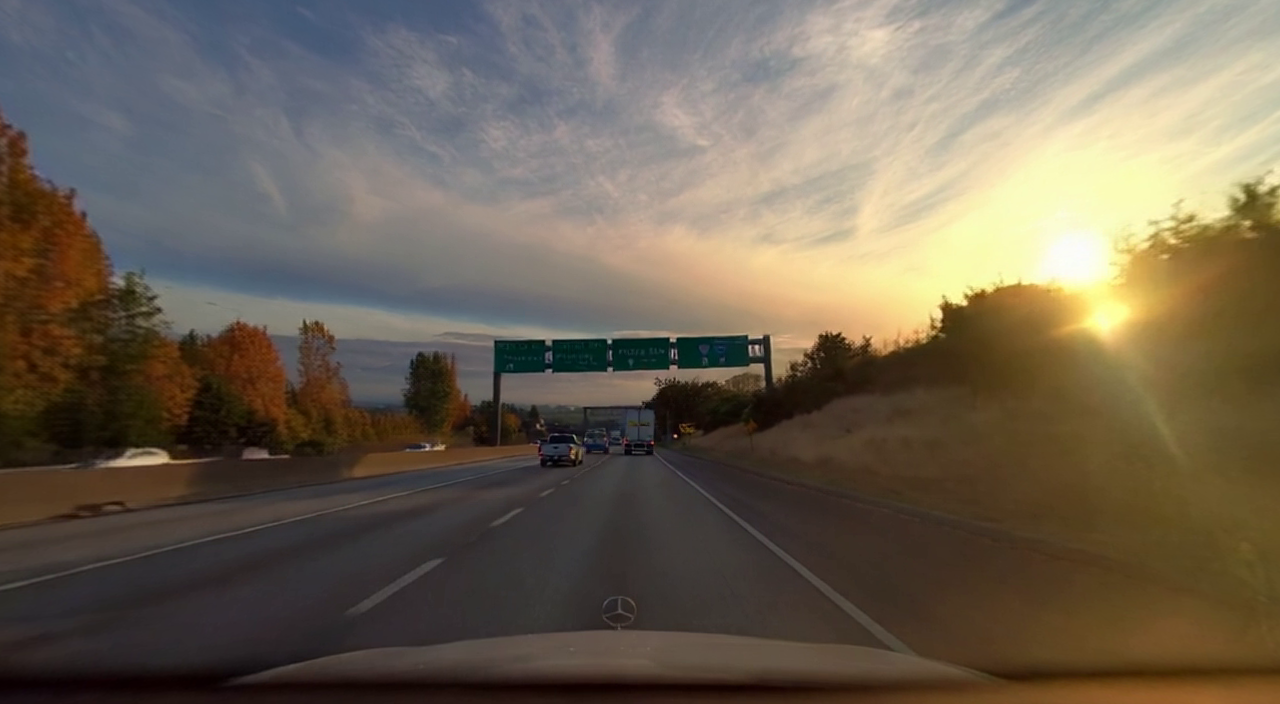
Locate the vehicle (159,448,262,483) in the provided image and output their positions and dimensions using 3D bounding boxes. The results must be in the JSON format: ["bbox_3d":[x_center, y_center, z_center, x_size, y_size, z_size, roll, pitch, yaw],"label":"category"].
[{"bbox_3d":[-19.312,5.097,28.547,1.748,1.418,4.136,0,-8,-1],"label":"vehicle"}]

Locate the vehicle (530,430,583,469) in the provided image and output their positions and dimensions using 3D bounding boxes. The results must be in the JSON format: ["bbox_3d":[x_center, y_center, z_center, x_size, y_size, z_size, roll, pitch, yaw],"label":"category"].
[{"bbox_3d":[-4.202,4.986,32.412,2.127,1.839,4.984,0,-8,-1],"label":"vehicle"}]

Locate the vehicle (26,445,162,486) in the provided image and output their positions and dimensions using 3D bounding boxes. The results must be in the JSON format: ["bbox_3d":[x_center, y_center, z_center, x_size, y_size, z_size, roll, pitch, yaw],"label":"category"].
[{"bbox_3d":[-23.466,4.854,27.339,1.883,1.593,4.450,0,-8,0],"label":"vehicle"}]
